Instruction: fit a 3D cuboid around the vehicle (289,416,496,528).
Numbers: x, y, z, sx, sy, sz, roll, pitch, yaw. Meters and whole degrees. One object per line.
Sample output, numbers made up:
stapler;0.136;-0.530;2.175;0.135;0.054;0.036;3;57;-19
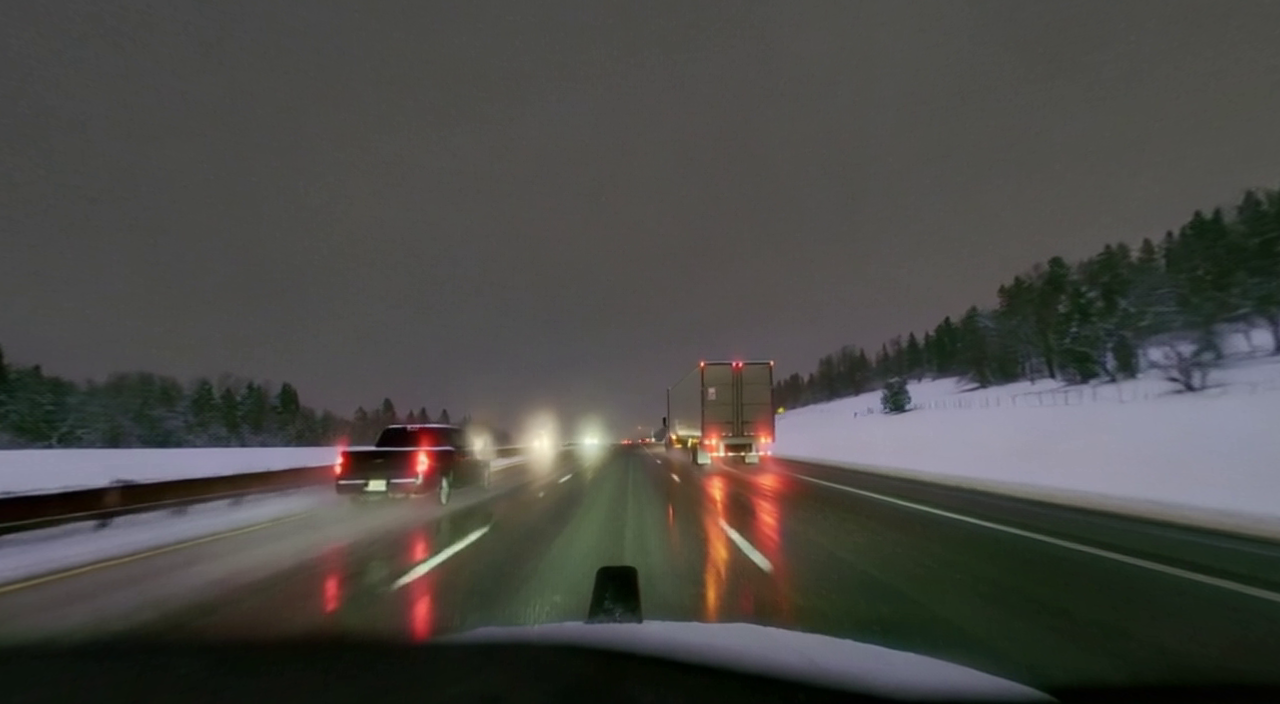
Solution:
vehicle;-4.075;2.026;11.257;2.044;1.604;4.144;0;-8;0

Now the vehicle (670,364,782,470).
vehicle;3.798;3.757;33.587;3.144;4.168;17.594;0;-8;-1
